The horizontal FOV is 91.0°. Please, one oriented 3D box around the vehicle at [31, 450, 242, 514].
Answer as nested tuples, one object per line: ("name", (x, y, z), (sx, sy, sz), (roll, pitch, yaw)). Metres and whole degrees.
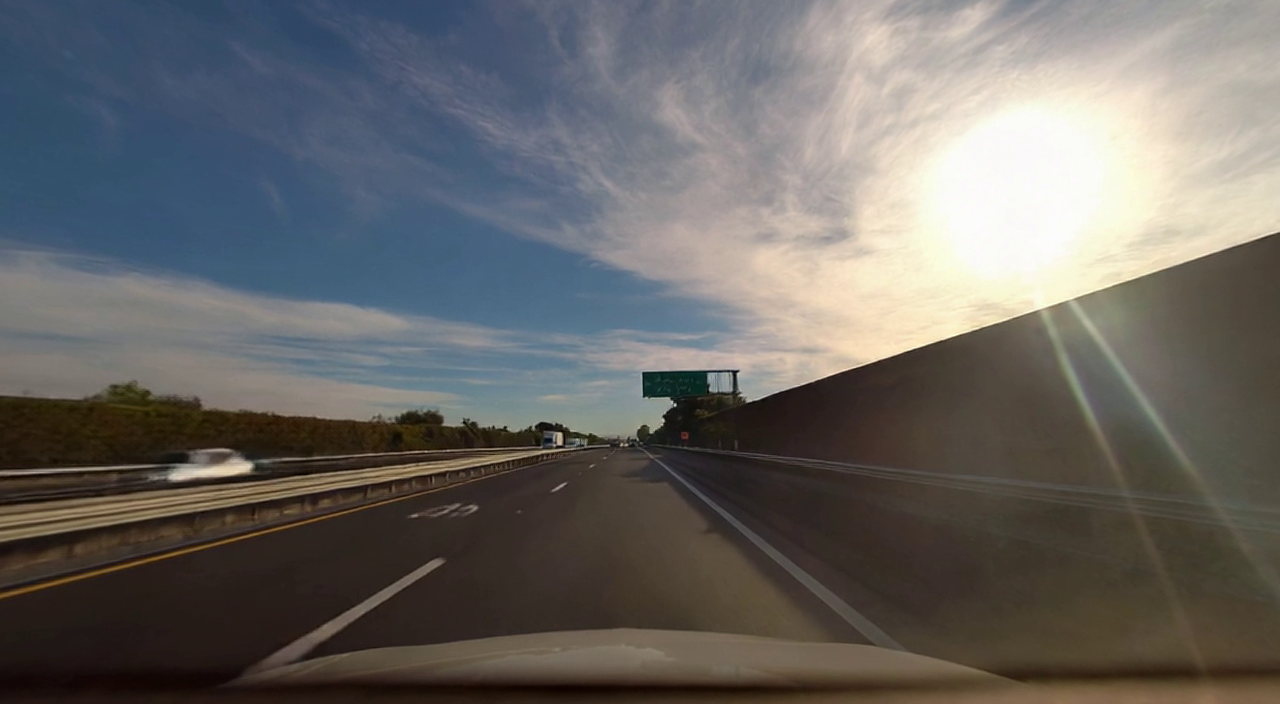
("vehicle", (-13.430, 3.441, 17.295), (1.942, 1.444, 4.697), (0, -8, -1))
